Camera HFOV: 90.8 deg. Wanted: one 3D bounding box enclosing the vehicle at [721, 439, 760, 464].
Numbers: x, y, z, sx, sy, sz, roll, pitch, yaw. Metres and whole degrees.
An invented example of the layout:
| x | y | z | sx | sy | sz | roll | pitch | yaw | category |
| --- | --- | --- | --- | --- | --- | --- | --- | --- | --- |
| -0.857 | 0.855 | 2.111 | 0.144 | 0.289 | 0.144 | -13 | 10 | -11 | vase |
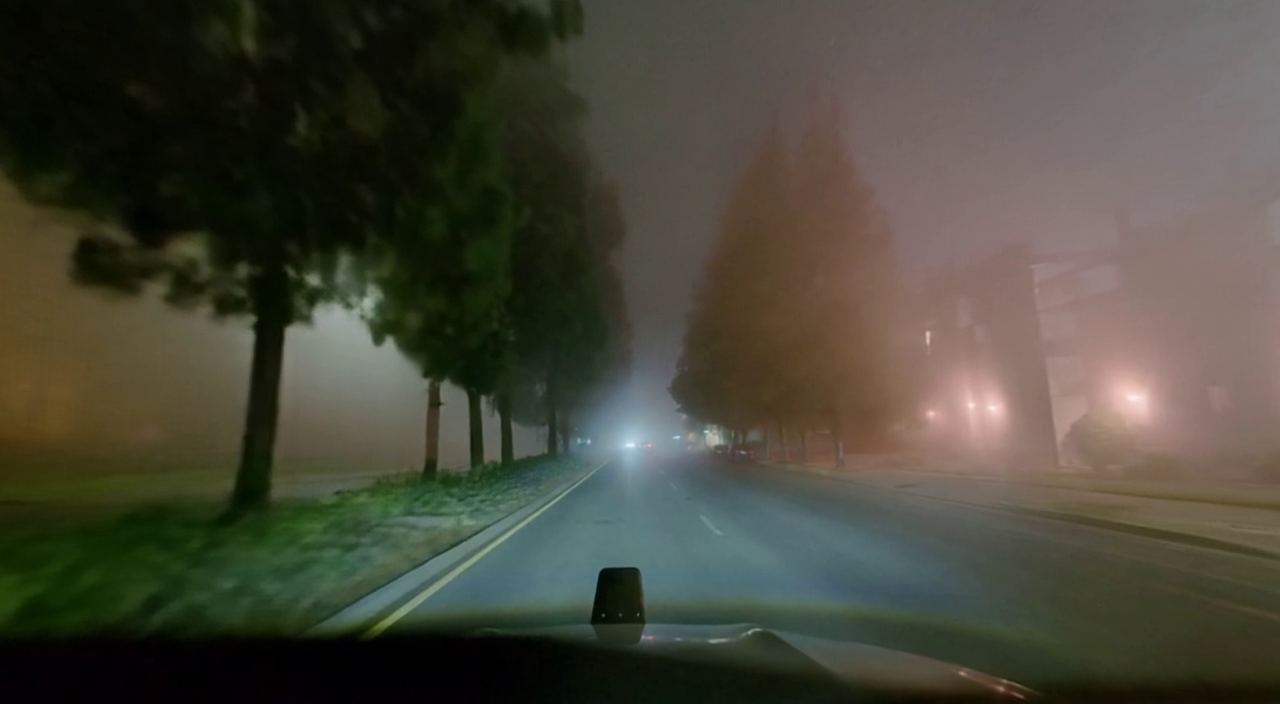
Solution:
| x | y | z | sx | sy | sz | roll | pitch | yaw | category |
| --- | --- | --- | --- | --- | --- | --- | --- | --- | --- |
| 7.732 | 7.721 | 49.064 | 2.167 | 1.848 | 4.713 | 0 | -8 | -2 | vehicle |
